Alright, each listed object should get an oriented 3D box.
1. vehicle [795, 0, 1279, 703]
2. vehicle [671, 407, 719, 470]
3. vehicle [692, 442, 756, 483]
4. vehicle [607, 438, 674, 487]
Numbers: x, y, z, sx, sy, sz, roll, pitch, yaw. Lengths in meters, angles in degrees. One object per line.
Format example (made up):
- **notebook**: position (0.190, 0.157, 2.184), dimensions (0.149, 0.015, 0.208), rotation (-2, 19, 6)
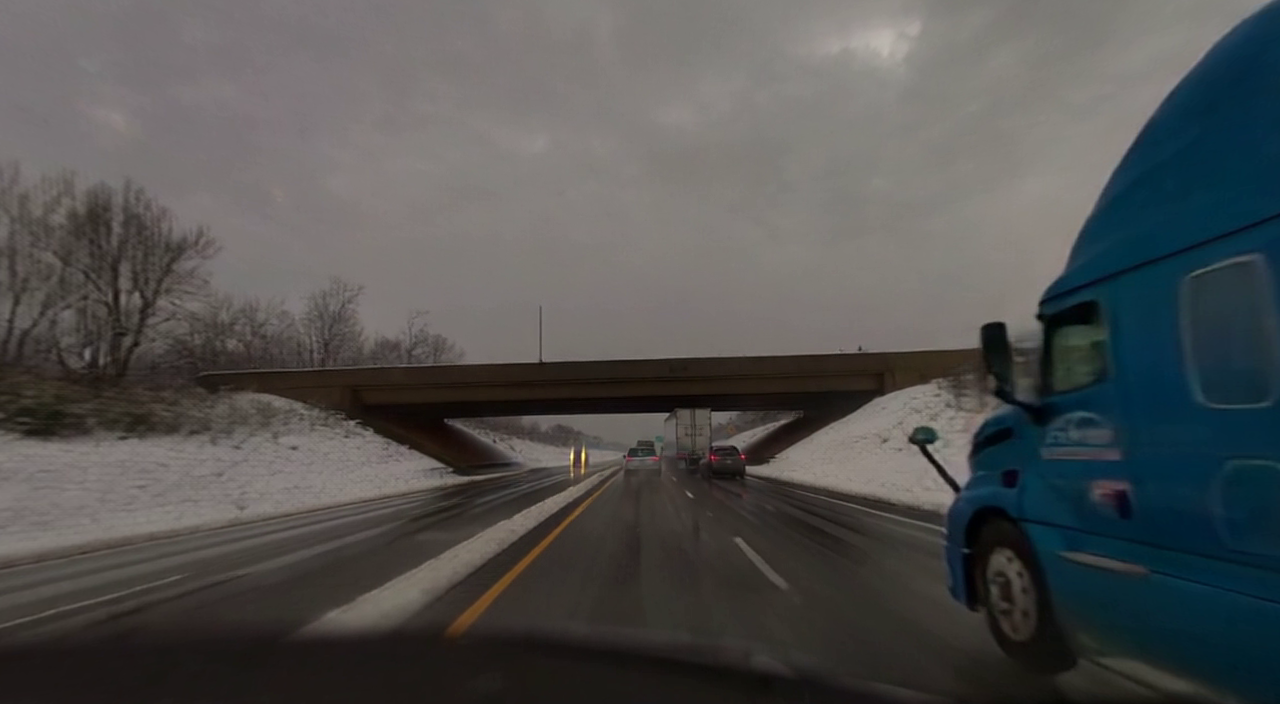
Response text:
- **vehicle**: position (3.009, -0.225, 2.768), dimensions (2.987, 3.897, 5.990), rotation (-1, -9, 0)
- **vehicle**: position (3.675, 6.079, 43.889), dimensions (2.948, 3.974, 6.480), rotation (-1, -9, 2)
- **vehicle**: position (3.340, 4.480, 25.799), dimensions (1.972, 1.505, 3.946), rotation (0, -9, -1)
- **vehicle**: position (0.007, 4.032, 23.224), dimensions (2.256, 1.615, 4.114), rotation (-1, -9, 0)
